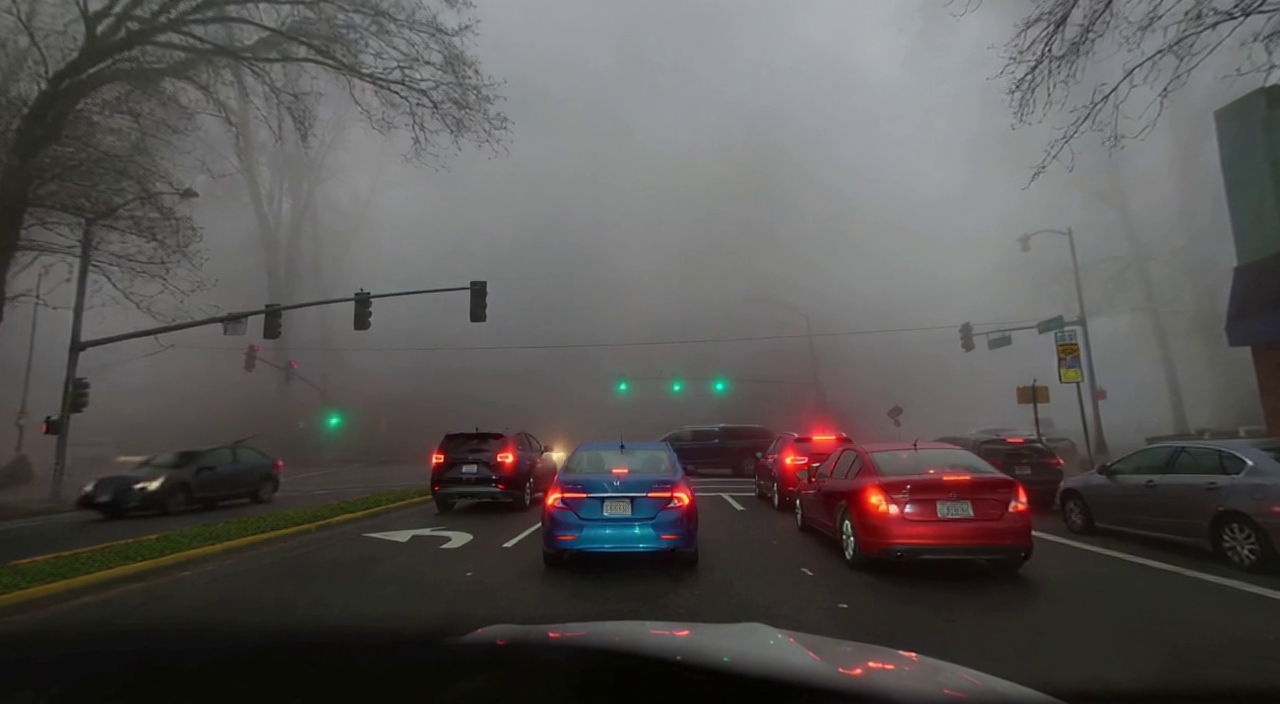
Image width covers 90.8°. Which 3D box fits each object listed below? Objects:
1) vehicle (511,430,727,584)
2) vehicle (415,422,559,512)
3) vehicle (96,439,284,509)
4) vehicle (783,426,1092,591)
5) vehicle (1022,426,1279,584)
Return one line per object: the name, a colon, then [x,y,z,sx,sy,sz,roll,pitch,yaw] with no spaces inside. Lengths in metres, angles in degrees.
vehicle: [-0.176,1.801,8.162,2.098,1.477,3.897,0,-8,1]
vehicle: [-3.431,2.709,15.403,2.160,1.823,5.115,0,-8,1]
vehicle: [-12.296,3.322,17.737,1.959,1.704,4.410,0,-8,1]
vehicle: [3.238,1.759,8.001,2.020,1.513,4.120,0,-8,2]
vehicle: [7.190,1.735,7.821,2.004,1.508,4.646,0,-8,0]
